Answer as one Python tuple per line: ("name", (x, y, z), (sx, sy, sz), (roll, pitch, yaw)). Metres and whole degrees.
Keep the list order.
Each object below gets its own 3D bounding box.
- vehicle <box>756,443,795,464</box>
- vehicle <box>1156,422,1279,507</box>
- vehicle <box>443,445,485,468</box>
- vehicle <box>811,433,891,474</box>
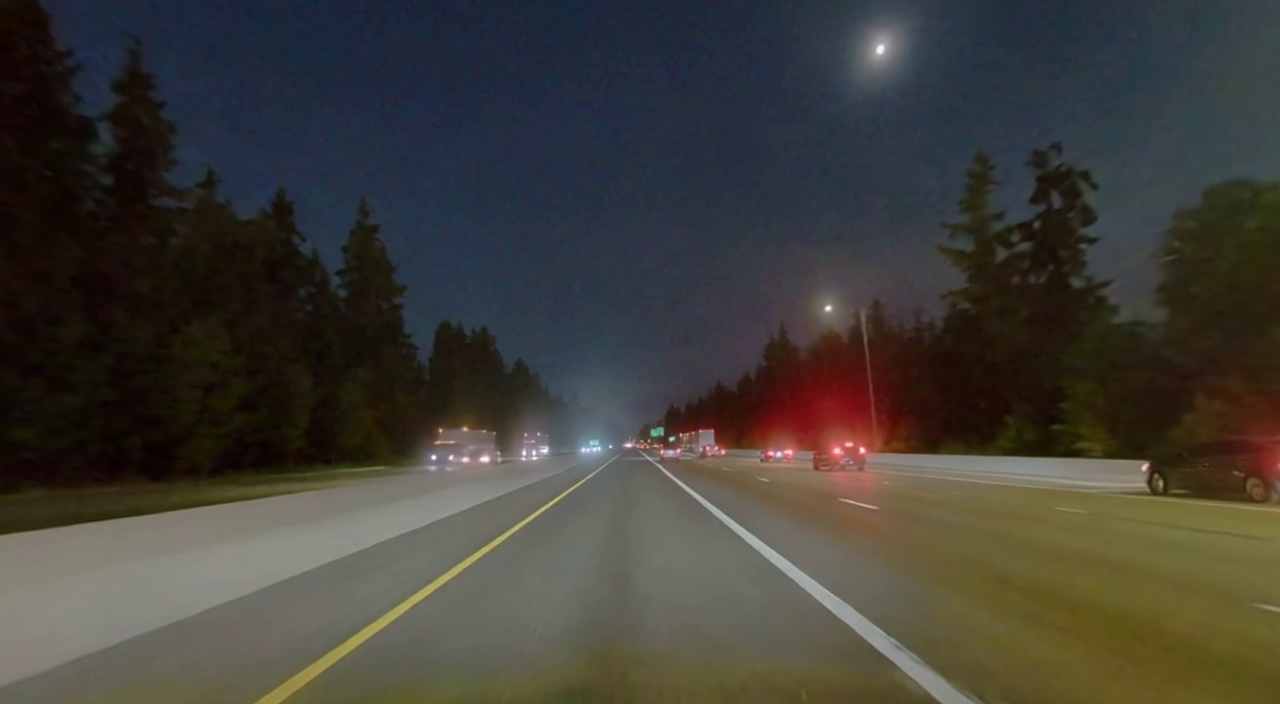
("vehicle", (10.299, 7.758, 48.367), (1.931, 1.479, 4.183), (0, -9, -2))
("vehicle", (14.011, 2.403, 13.640), (1.957, 1.709, 4.387), (0, -9, -1))
("vehicle", (-12.995, 7.705, 46.840), (1.936, 1.573, 4.320), (0, -9, -1))
("vehicle", (9.961, 4.838, 30.255), (2.098, 1.820, 4.505), (0, -9, -2))
